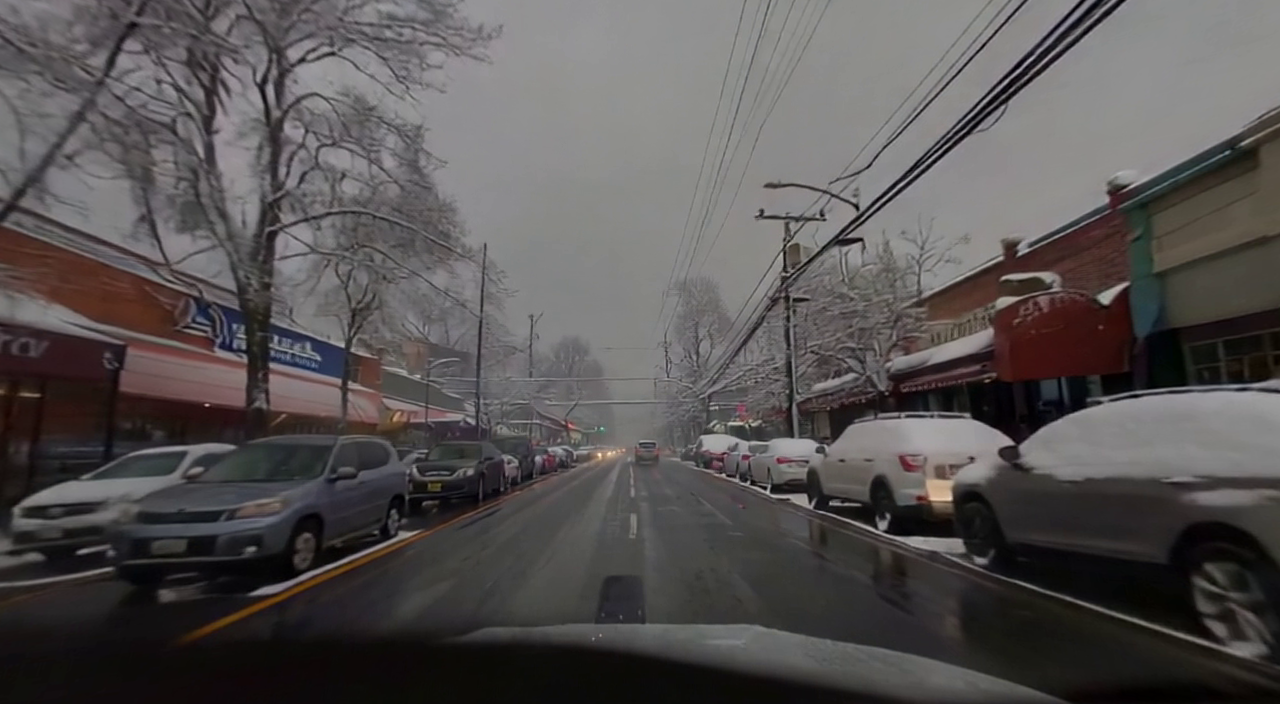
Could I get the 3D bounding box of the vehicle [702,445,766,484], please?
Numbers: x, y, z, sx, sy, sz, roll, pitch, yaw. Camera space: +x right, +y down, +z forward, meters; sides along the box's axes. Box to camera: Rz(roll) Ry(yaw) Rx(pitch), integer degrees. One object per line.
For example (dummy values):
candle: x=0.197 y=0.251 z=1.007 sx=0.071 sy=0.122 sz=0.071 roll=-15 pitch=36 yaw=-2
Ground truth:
vehicle: x=4.018 y=4.856 z=27.632 sx=1.921 sy=1.440 sz=4.382 roll=-1 pitch=-8 yaw=-3

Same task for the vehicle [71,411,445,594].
vehicle: x=-4.628 y=1.879 z=8.933 sx=2.341 sy=1.825 sz=4.924 roll=0 pitch=-8 yaw=-2

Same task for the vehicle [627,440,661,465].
vehicle: x=0.228 y=7.756 z=48.946 sx=2.440 sy=1.882 sz=4.611 roll=0 pitch=-8 yaw=-2

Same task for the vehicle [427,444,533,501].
vehicle: x=-4.650 y=3.558 z=19.139 sx=2.053 sy=1.485 sz=4.540 roll=0 pitch=-8 yaw=0

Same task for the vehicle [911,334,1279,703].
vehicle: x=4.575 y=1.182 z=5.314 sx=2.243 sy=1.992 sz=5.087 roll=0 pitch=-8 yaw=-1

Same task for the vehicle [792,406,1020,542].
vehicle: x=4.554 y=2.173 z=11.943 sx=2.044 sy=1.990 sz=5.035 roll=0 pitch=-8 yaw=-1
